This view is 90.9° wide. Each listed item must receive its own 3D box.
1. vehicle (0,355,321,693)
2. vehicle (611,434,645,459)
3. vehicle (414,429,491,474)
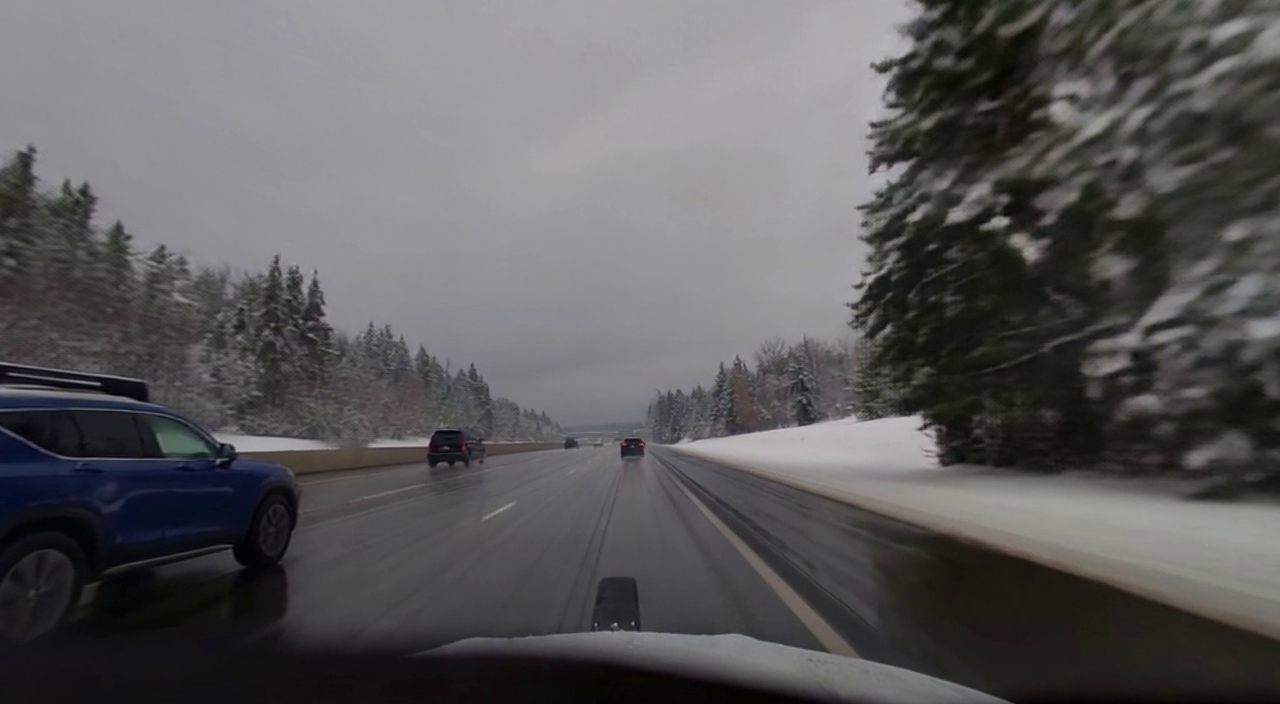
[{"bbox_3d":[-4.393,1.033,4.271,2.069,1.748,4.652,0,-8,-1],"label":"vehicle"},{"bbox_3d":[-0.805,6.460,43.239,2.178,1.658,3.916,0,-8,-1],"label":"vehicle"},{"bbox_3d":[-7.939,4.227,27.140,1.964,1.745,4.338,0,-8,0],"label":"vehicle"}]
